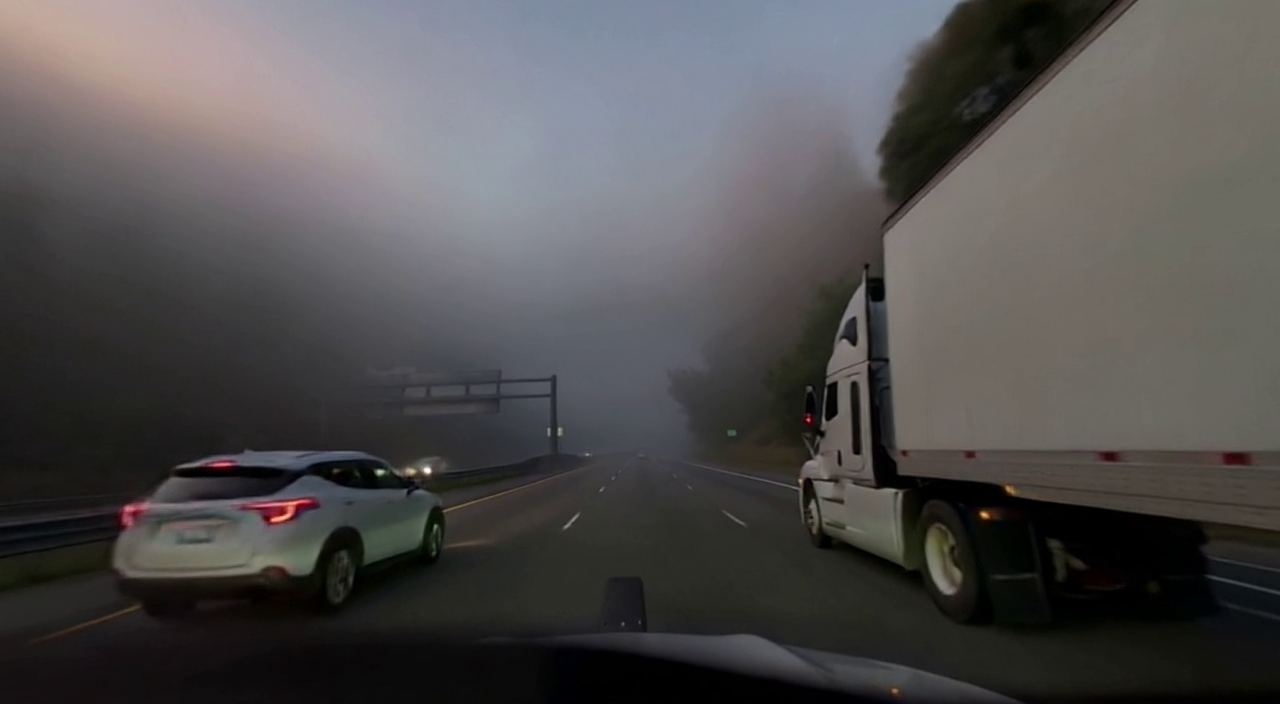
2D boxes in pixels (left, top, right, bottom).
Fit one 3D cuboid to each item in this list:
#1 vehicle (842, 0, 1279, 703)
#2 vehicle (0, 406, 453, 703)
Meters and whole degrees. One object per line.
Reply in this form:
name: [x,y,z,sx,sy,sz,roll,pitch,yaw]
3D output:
vehicle: [3.759,-0.042,3.611,3.010,3.907,5.999,0,-9,-1]
vehicle: [-3.249,1.348,5.029,2.054,1.475,4.708,0,-9,0]
